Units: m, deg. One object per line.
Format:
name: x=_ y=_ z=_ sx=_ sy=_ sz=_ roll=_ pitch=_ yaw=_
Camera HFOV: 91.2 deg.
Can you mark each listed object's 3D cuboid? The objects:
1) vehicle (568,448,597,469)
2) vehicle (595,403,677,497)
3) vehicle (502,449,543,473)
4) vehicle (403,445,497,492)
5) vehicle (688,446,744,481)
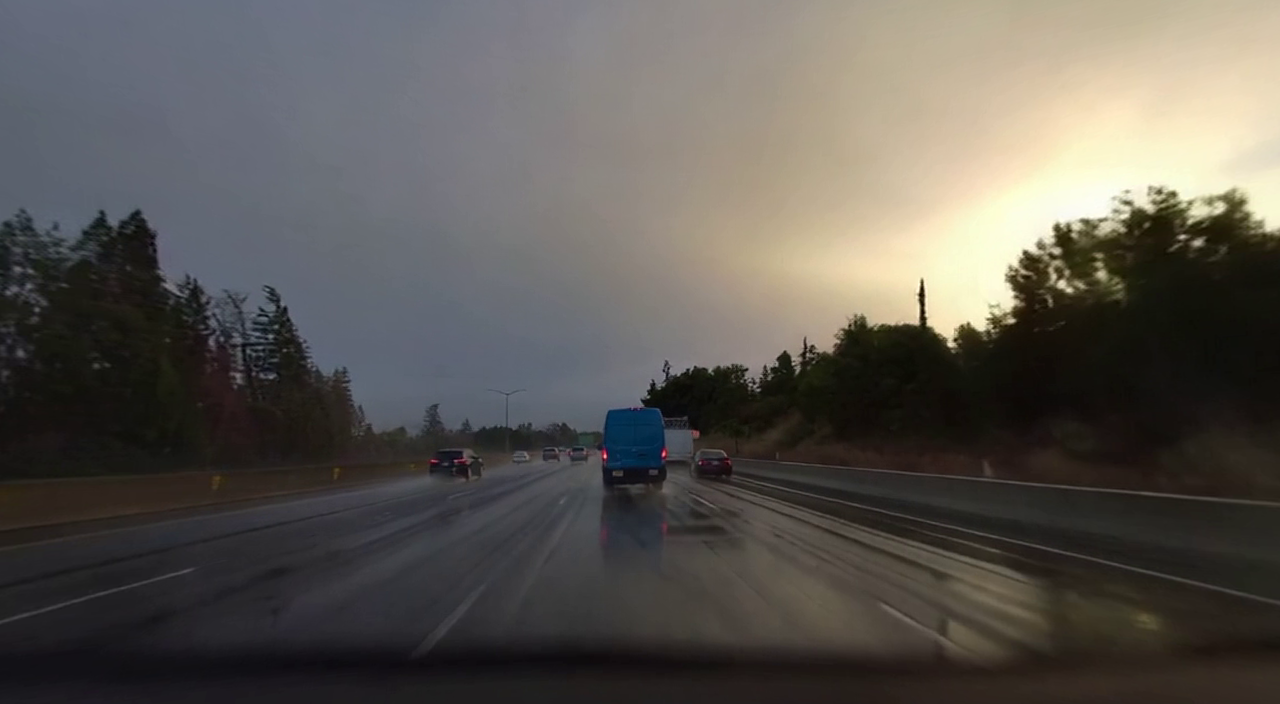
vehicle: x=-4.440 y=8.253 z=48.800 sx=2.002 sy=1.536 sz=4.021 roll=0 pitch=-9 yaw=-2
vehicle: x=-0.223 y=3.100 z=19.909 sx=2.268 sy=2.551 sz=5.144 roll=0 pitch=-9 yaw=-3
vehicle: x=-7.635 y=7.099 z=41.050 sx=2.026 sy=1.506 sz=4.102 roll=0 pitch=-9 yaw=-2
vehicle: x=-6.785 y=4.190 z=22.911 sx=2.003 sy=1.498 sz=4.386 roll=0 pitch=-9 yaw=0
vehicle: x=3.472 y=5.218 z=29.563 sx=2.015 sy=1.491 sz=4.732 roll=0 pitch=-9 yaw=-1
